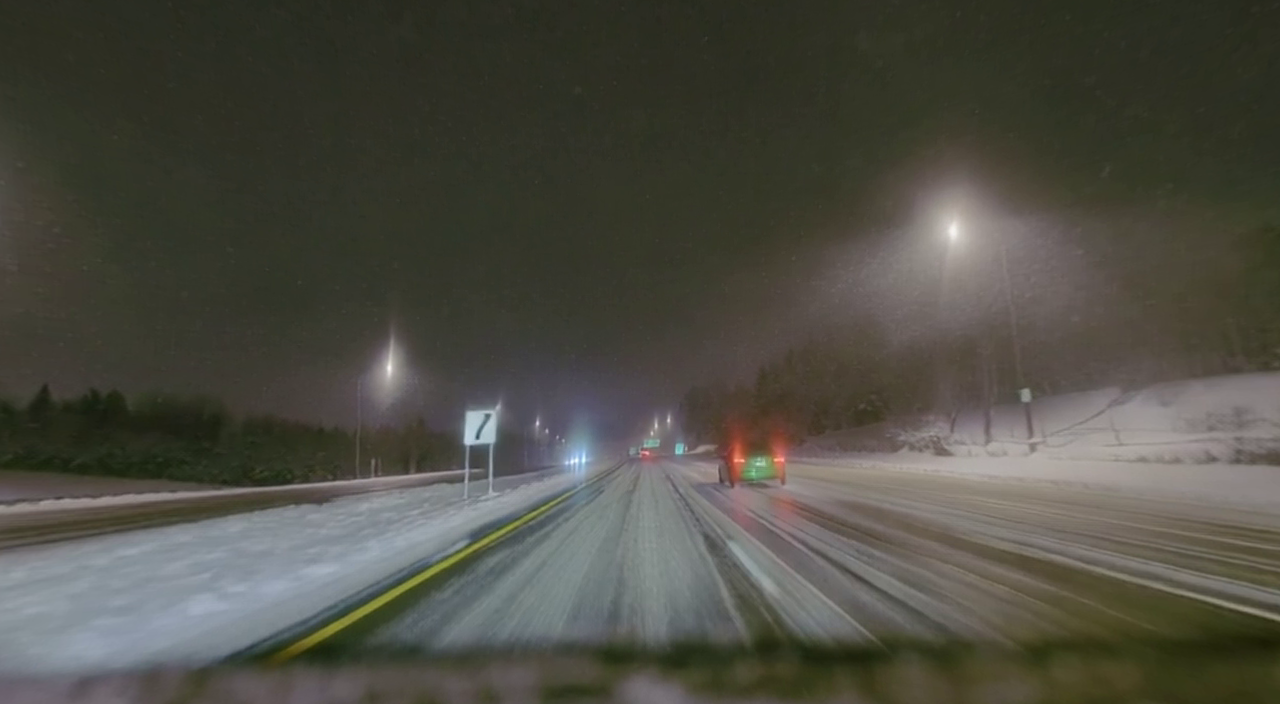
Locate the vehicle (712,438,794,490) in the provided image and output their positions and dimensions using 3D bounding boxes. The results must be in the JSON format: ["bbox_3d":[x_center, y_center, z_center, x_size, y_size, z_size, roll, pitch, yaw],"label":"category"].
[{"bbox_3d":[3.556,3.622,20.688,1.874,1.506,4.116,0,-9,0],"label":"vehicle"}]
